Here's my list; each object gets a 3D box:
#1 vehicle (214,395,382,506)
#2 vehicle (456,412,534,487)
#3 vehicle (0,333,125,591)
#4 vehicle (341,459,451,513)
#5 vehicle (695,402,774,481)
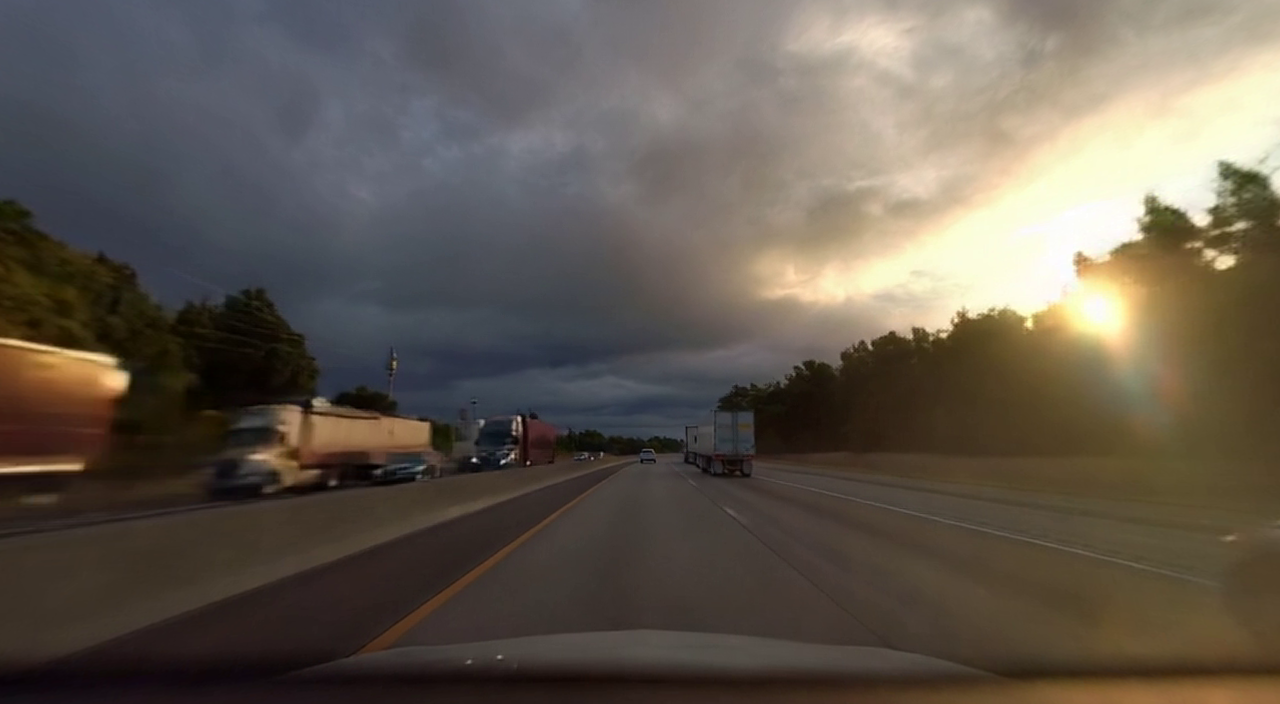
[{"bbox_3d":[-12.925,3.822,24.620,2.908,3.778,6.092,0,-9,1],"label":"vehicle"},{"bbox_3d":[-8.221,5.647,36.570,3.016,3.937,5.836,0,-9,1],"label":"vehicle"},{"bbox_3d":[-10.484,1.115,6.082,2.952,3.538,9.079,-1,-9,3],"label":"vehicle"},{"bbox_3d":[-8.109,4.467,21.453,1.952,1.579,4.290,0,-9,1],"label":"vehicle"},{"bbox_3d":[4.842,5.006,34.787,2.866,3.558,11.674,0,-9,2],"label":"vehicle"}]
